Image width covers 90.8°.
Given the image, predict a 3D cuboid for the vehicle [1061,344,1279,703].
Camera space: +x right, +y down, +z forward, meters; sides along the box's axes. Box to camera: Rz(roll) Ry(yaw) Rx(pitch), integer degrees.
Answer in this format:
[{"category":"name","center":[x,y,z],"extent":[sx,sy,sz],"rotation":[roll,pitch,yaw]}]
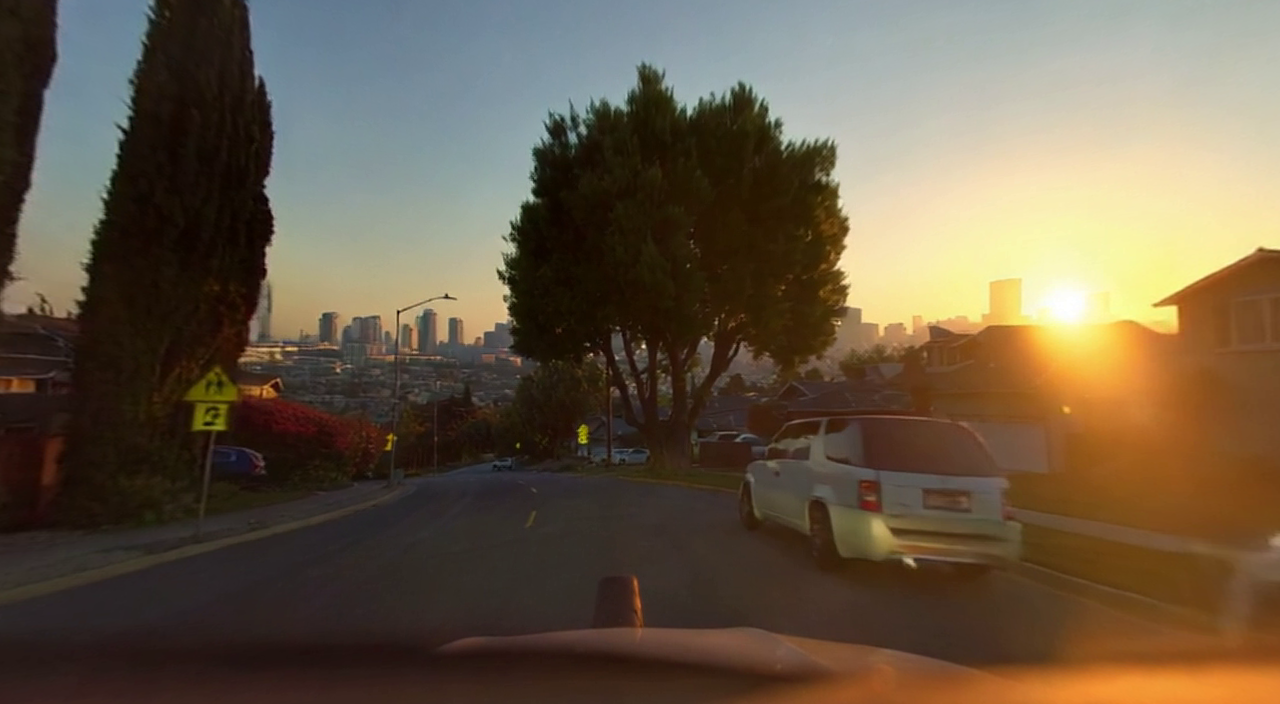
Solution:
[{"category":"vehicle","center":[3.069,0.590,0.666],"extent":[1.965,1.663,4.744],"rotation":[0,-9,0]}]

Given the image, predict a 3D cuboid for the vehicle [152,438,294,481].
[{"category":"vehicle","center":[-17.375,4.479,26.543],"extent":[4.464,1.681,1.906],"rotation":[2,-9,-14]}]

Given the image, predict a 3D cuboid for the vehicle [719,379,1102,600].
[{"category":"vehicle","center":[2.657,1.580,8.140],"extent":[2.180,1.849,5.423],"rotation":[0,-9,-4]}]
